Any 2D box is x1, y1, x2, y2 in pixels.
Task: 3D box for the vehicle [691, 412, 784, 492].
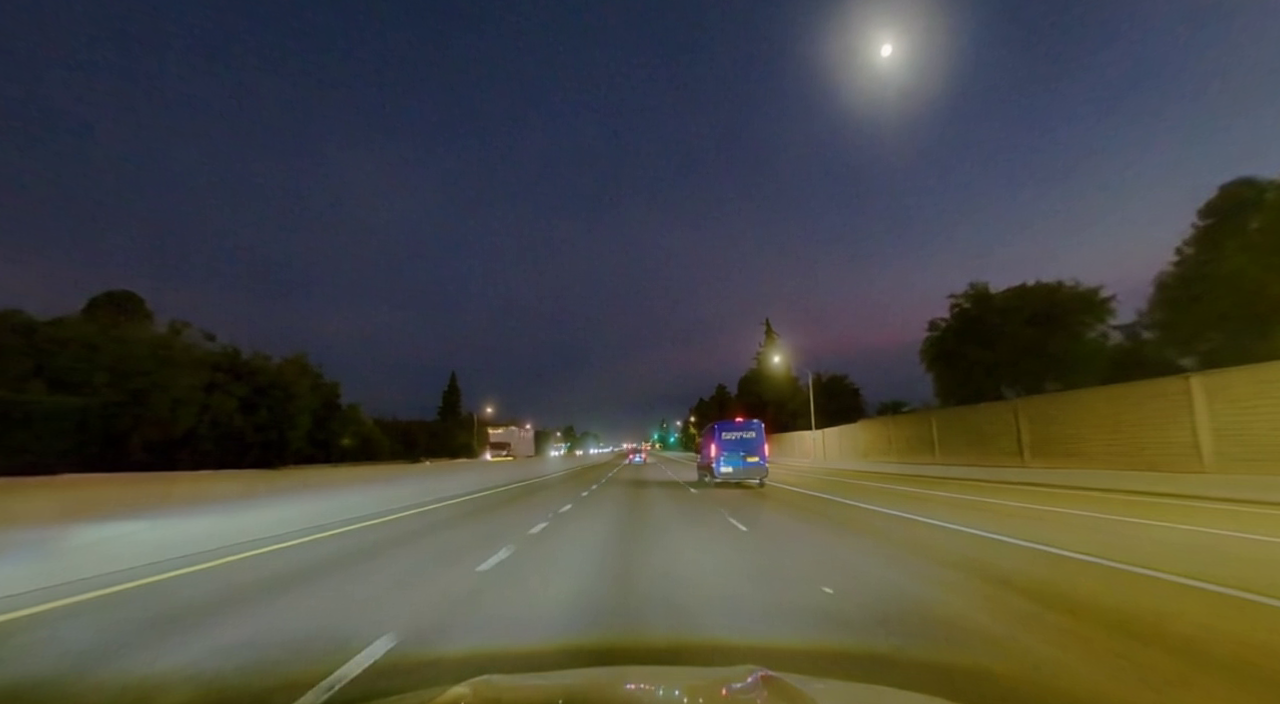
[{"bbox_3d":[3.411,3.726,23.549,2.373,2.561,5.922,0,-9,-2],"label":"vehicle"}]
